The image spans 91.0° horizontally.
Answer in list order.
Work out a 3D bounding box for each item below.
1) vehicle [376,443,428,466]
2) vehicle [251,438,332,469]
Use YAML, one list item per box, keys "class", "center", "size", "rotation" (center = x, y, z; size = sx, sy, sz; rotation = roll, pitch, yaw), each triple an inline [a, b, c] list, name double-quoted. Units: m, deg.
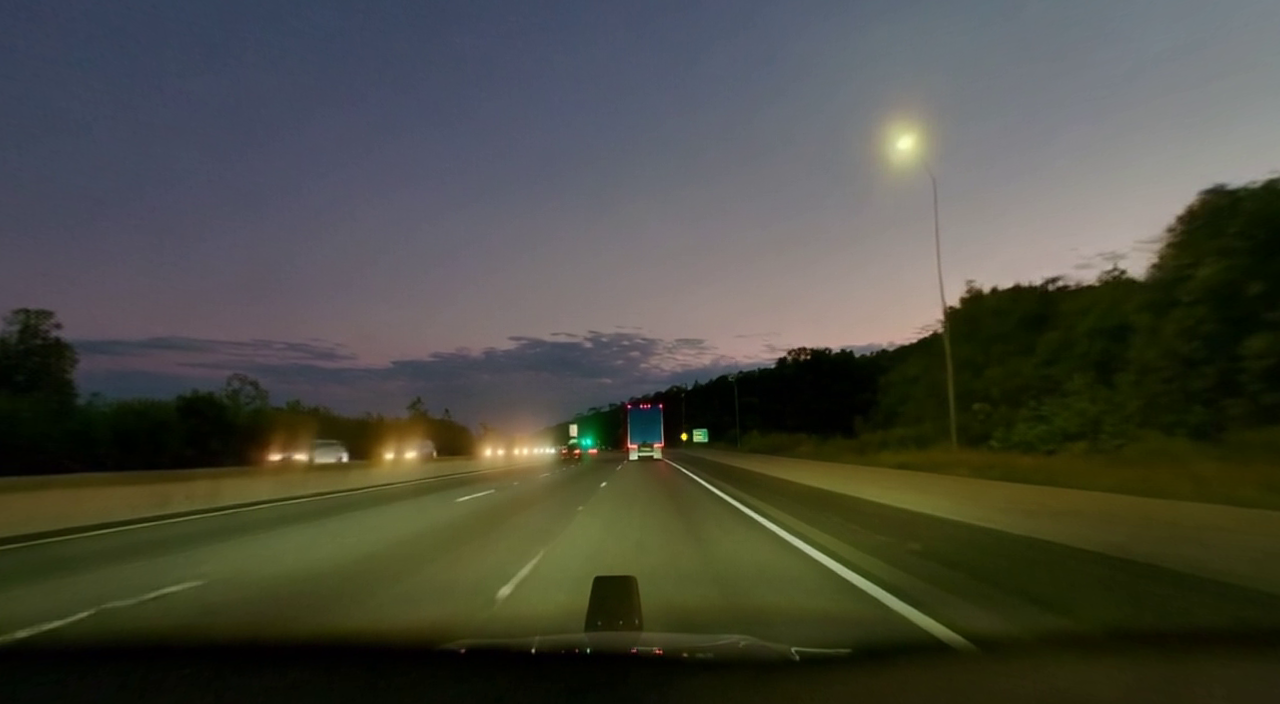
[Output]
- class: "vehicle"
  center: [-16.833, 7.256, 44.776]
  size: [1.878, 1.537, 4.489]
  rotation: [0, -8, 0]
- class: "vehicle"
  center: [-20.604, 6.020, 37.503]
  size: [1.974, 1.668, 4.917]
  rotation: [0, -8, 1]
